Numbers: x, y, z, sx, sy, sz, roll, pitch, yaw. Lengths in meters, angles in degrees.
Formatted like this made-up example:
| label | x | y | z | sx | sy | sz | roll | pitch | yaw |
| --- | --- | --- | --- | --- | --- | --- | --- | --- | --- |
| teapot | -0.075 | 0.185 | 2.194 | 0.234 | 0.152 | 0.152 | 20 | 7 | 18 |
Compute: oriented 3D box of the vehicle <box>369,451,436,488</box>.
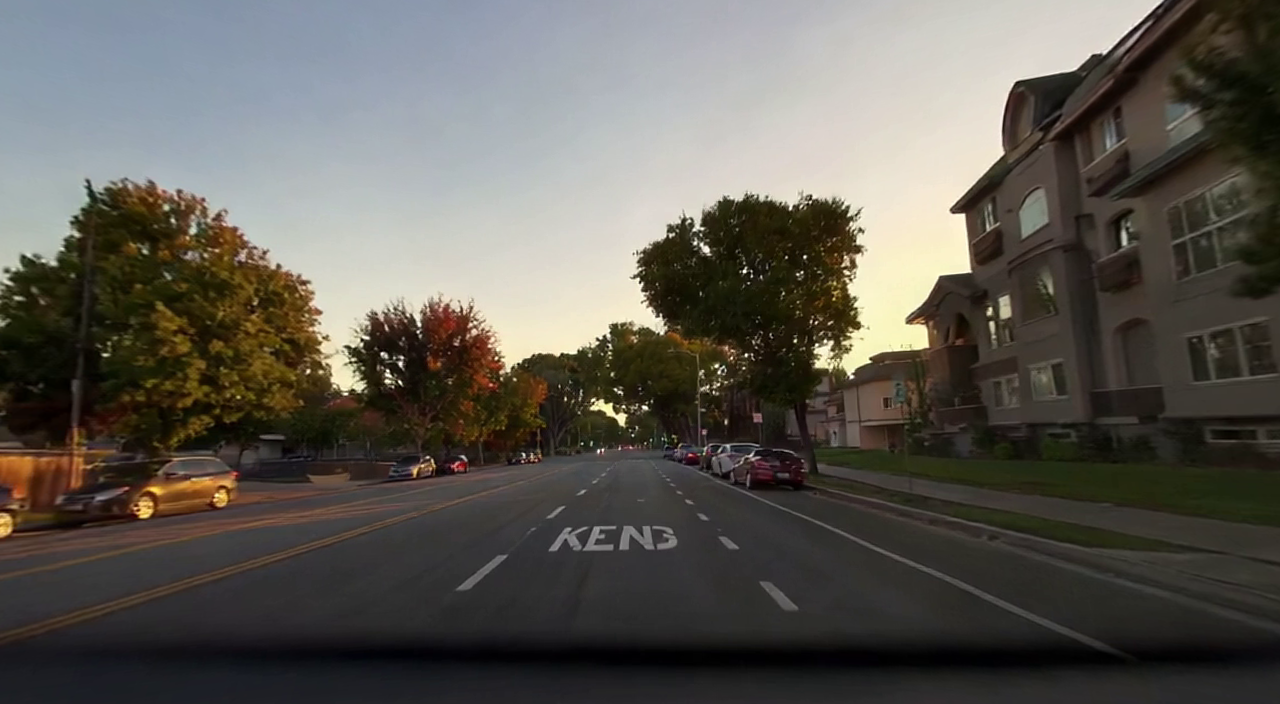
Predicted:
| label | x | y | z | sx | sy | sz | roll | pitch | yaw |
| --- | --- | --- | --- | --- | --- | --- | --- | --- | --- |
| vehicle | -13.826 | 6.836 | 37.134 | 2.220 | 1.747 | 4.980 | -3 | -8 | -3 |

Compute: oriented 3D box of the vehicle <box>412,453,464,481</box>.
| label | x | y | z | sx | sy | sz | roll | pitch | yaw |
| --- | --- | --- | --- | --- | --- | --- | --- | --- | --- |
| vehicle | -14.231 | 8.129 | 44.827 | 2.239 | 1.645 | 4.700 | -3 | -8 | -1 |

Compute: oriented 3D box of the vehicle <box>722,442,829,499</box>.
| label | x | y | z | sx | sy | sz | roll | pitch | yaw |
| --- | --- | --- | --- | --- | --- | --- | --- | --- | --- |
| vehicle | 3.911 | 3.510 | 19.184 | 2.100 | 1.478 | 4.816 | 0 | -8 | -1 |

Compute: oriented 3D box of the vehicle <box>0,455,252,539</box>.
| label | x | y | z | sx | sy | sz | roll | pitch | yaw |
| --- | --- | --- | --- | --- | --- | --- | --- | --- | --- |
| vehicle | -13.924 | 3.882 | 17.861 | 2.073 | 1.844 | 6.074 | 0 | -8 | 0 |
